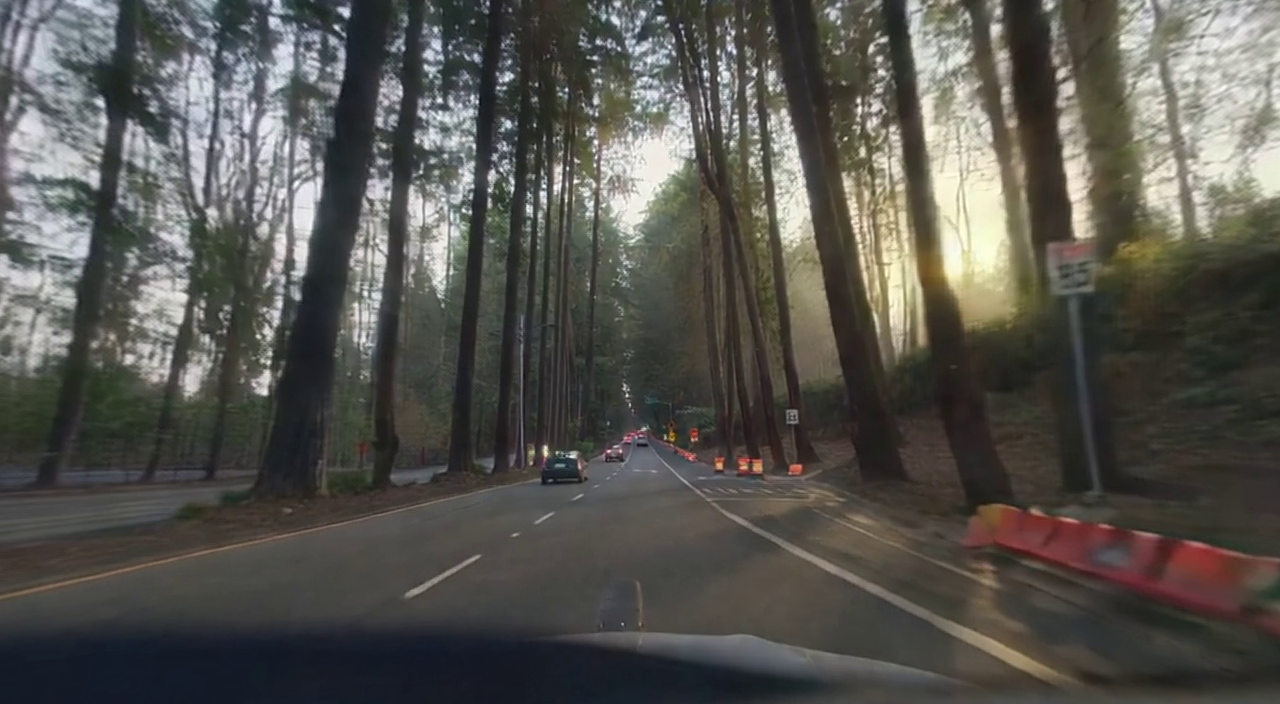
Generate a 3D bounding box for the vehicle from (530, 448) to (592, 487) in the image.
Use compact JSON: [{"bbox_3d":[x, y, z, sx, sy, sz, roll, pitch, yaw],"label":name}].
[{"bbox_3d":[-3.303,4.911,26.956,2.029,1.511,3.922,0,-9,2],"label":"vehicle"}]
